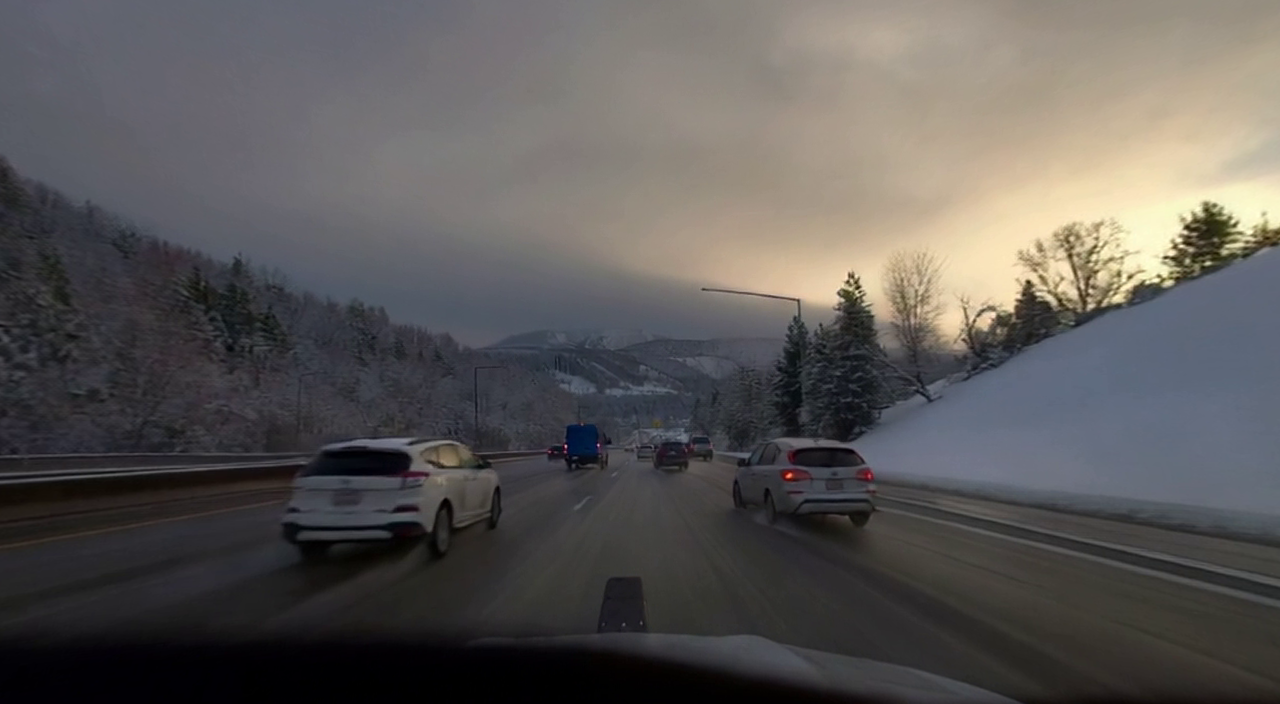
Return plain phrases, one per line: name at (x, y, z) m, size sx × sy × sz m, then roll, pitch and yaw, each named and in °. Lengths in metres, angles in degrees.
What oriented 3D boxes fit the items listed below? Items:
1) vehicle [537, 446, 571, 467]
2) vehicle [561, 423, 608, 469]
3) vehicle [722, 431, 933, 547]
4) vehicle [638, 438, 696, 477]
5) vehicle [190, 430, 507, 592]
vehicle at (-6.520, 7.910, 48.099) m, size 1.964 × 1.487 × 4.417 m, roll 0°, pitch -8°, yaw 0°
vehicle at (-3.367, 5.927, 39.725) m, size 2.396 × 2.664 × 5.735 m, roll 0°, pitch -9°, yaw 1°
vehicle at (2.767, 2.137, 10.566) m, size 2.050 × 1.491 × 4.362 m, roll 0°, pitch -8°, yaw -2°
vehicle at (1.196, 4.950, 29.829) m, size 2.270 × 1.660 × 4.101 m, roll 0°, pitch -8°, yaw -4°
vehicle at (-3.209, 1.824, 8.129) m, size 1.990 × 1.501 × 4.250 m, roll 0°, pitch -8°, yaw 1°
